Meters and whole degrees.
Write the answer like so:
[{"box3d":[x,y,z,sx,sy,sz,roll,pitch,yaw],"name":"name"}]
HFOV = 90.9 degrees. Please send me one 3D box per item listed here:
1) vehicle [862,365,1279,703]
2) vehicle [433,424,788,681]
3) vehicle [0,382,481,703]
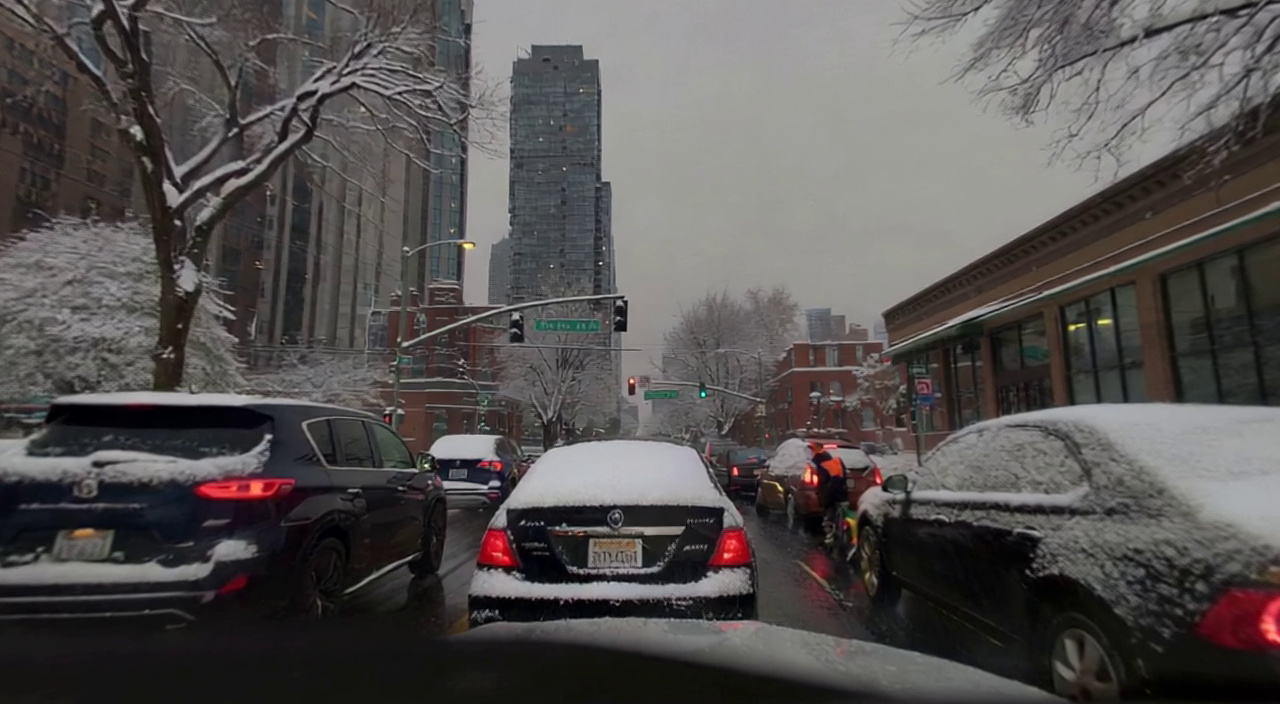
[{"box3d":[3.340,1.155,4.174,2.179,1.631,4.173,0,-8,0],"name":"vehicle"},{"box3d":[-0.162,1.436,5.578,2.031,1.461,3.763,0,-8,0],"name":"vehicle"},{"box3d":[-3.122,1.351,5.574,2.181,1.723,4.550,0,-8,1],"name":"vehicle"}]
